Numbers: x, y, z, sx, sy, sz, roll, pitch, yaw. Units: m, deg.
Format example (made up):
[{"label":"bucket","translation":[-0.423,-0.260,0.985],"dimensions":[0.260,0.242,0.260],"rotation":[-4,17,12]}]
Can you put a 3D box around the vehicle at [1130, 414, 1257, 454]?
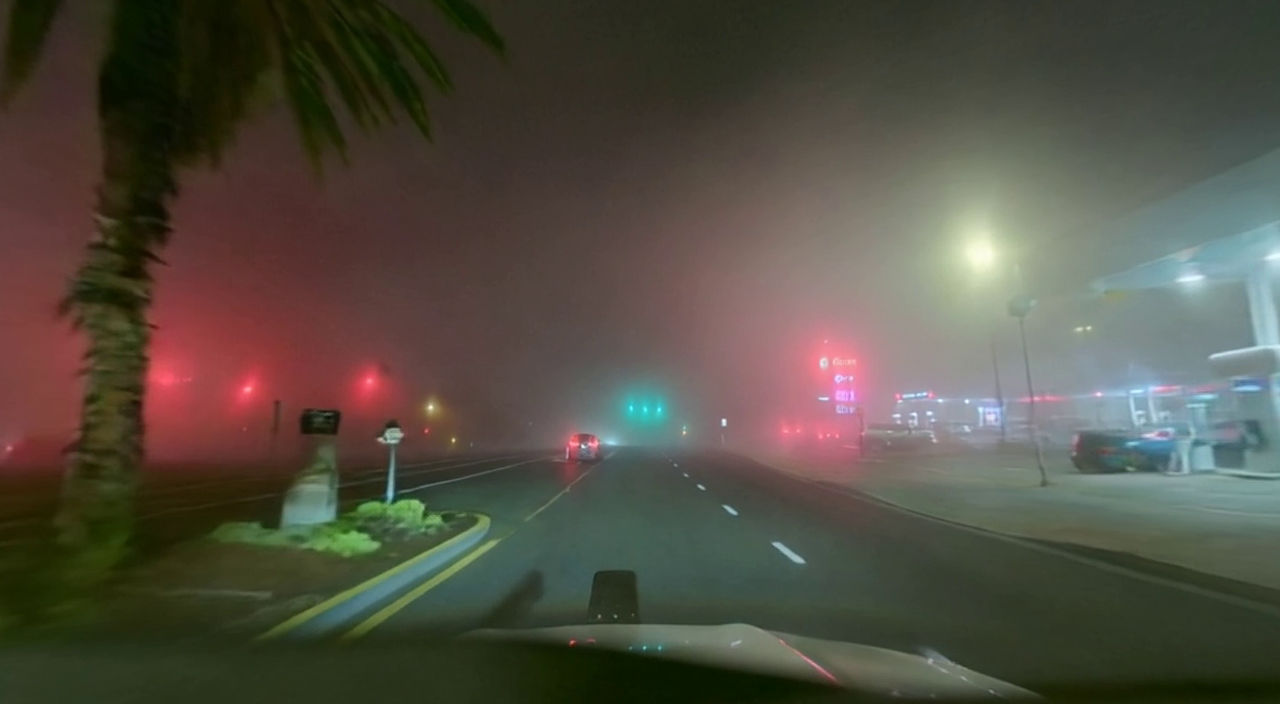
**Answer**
[{"label":"vehicle","translation":[27.091,4.037,31.024],"dimensions":[4.381,1.892,1.942],"rotation":[0,-8,-2]}]

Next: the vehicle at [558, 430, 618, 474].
[{"label":"vehicle","translation":[-2.132,3.884,24.788],"dimensions":[2.073,1.525,4.809],"rotation":[1,-8,-8]}]

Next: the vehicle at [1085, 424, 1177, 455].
[{"label":"vehicle","translation":[27.478,4.932,35.424],"dimensions":[3.685,1.459,1.685],"rotation":[3,-12,1]}]

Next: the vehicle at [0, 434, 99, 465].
[{"label":"vehicle","translation":[-42.724,6.970,45.332],"dimensions":[5.483,2.119,2.194],"rotation":[1,-9,-6]}]

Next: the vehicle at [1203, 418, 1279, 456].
[{"label":"vehicle","translation":[28.644,3.859,28.609],"dimensions":[4.377,1.633,1.834],"rotation":[0,-8,1]}]

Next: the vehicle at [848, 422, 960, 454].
[{"label":"vehicle","translation":[14.615,4.812,35.150],"dimensions":[5.317,1.700,1.901],"rotation":[0,-8,0]}]
